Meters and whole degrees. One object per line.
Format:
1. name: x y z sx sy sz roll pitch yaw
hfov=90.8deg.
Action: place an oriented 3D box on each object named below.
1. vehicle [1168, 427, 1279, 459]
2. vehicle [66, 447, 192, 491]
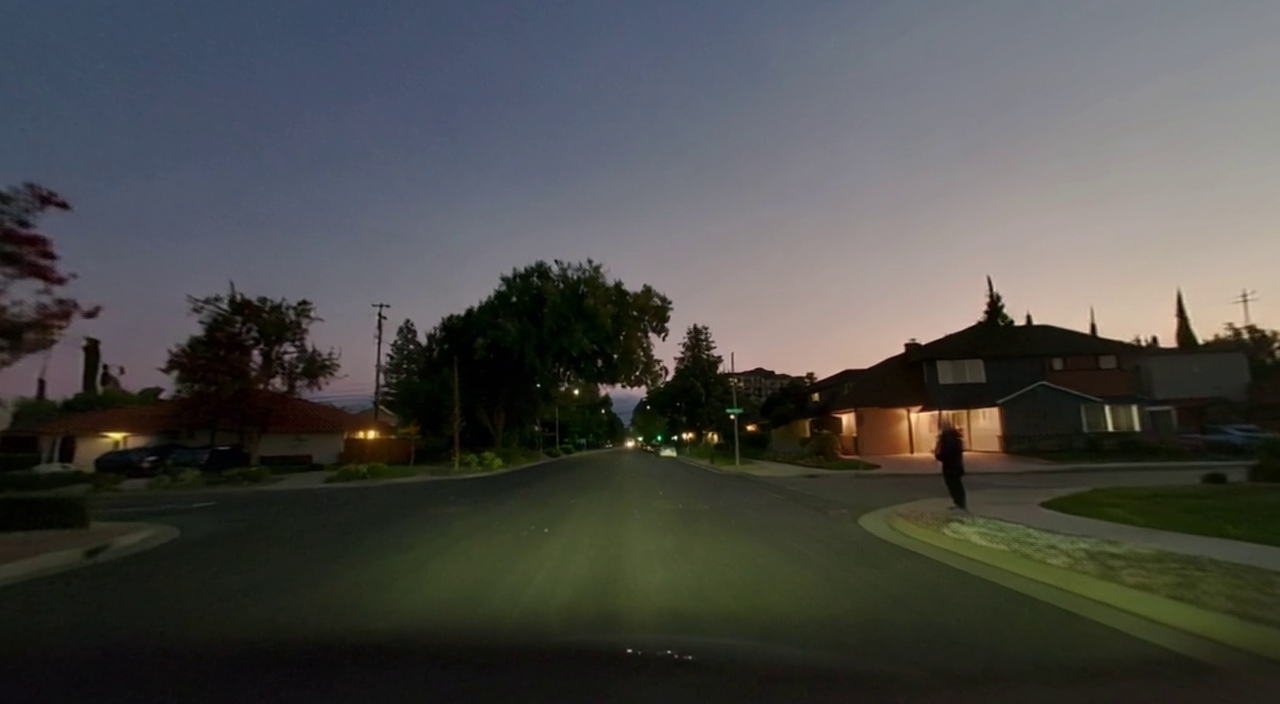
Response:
1. vehicle: 29.745 4.643 32.056 1.764 1.491 4.548 0 -9 -2
2. vehicle: -24.922 5.706 31.117 2.004 1.856 4.934 -4 -9 2
